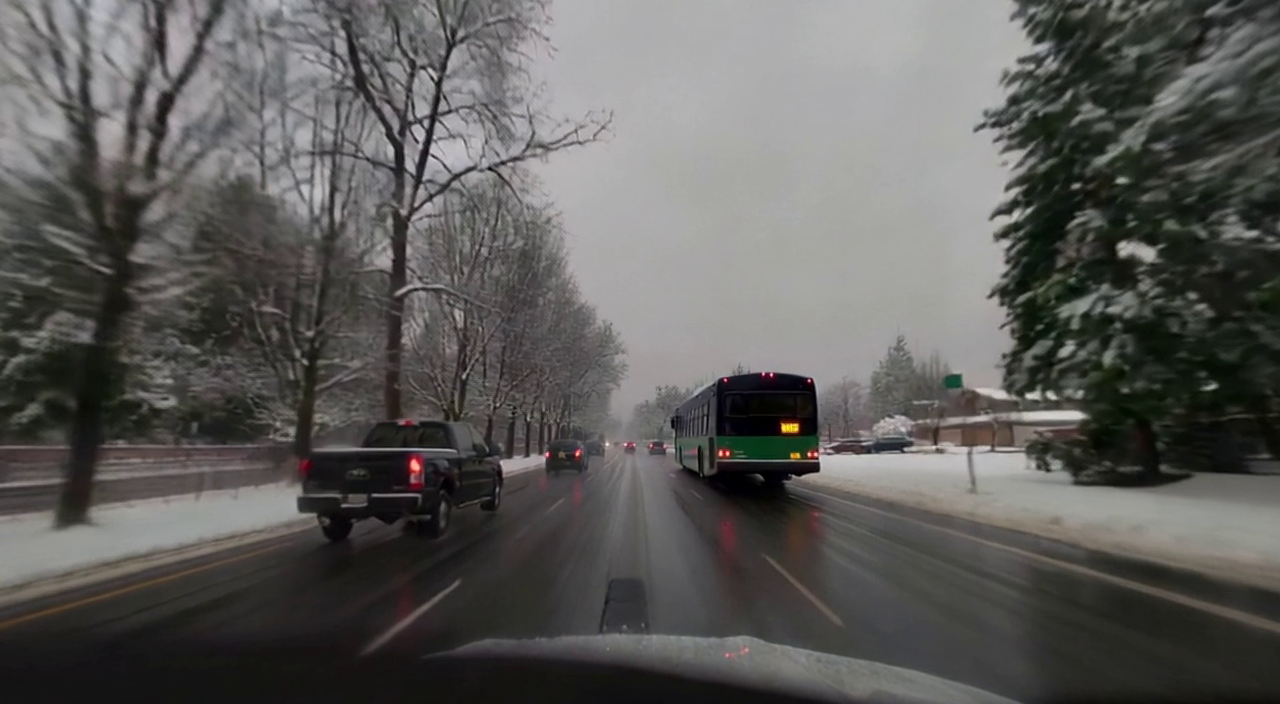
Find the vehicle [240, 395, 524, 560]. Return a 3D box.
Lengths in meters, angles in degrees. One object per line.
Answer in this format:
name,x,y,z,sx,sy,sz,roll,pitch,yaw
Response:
vehicle,-3.408,1.795,9.763,2.074,1.849,5.137,0,-8,2

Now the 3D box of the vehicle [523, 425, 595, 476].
vehicle,-3.478,4.430,28.487,2.513,2.066,5.820,0,-8,0

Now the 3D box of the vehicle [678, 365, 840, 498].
vehicle,3.286,2.849,21.804,3.059,3.264,12.623,0,-8,0
